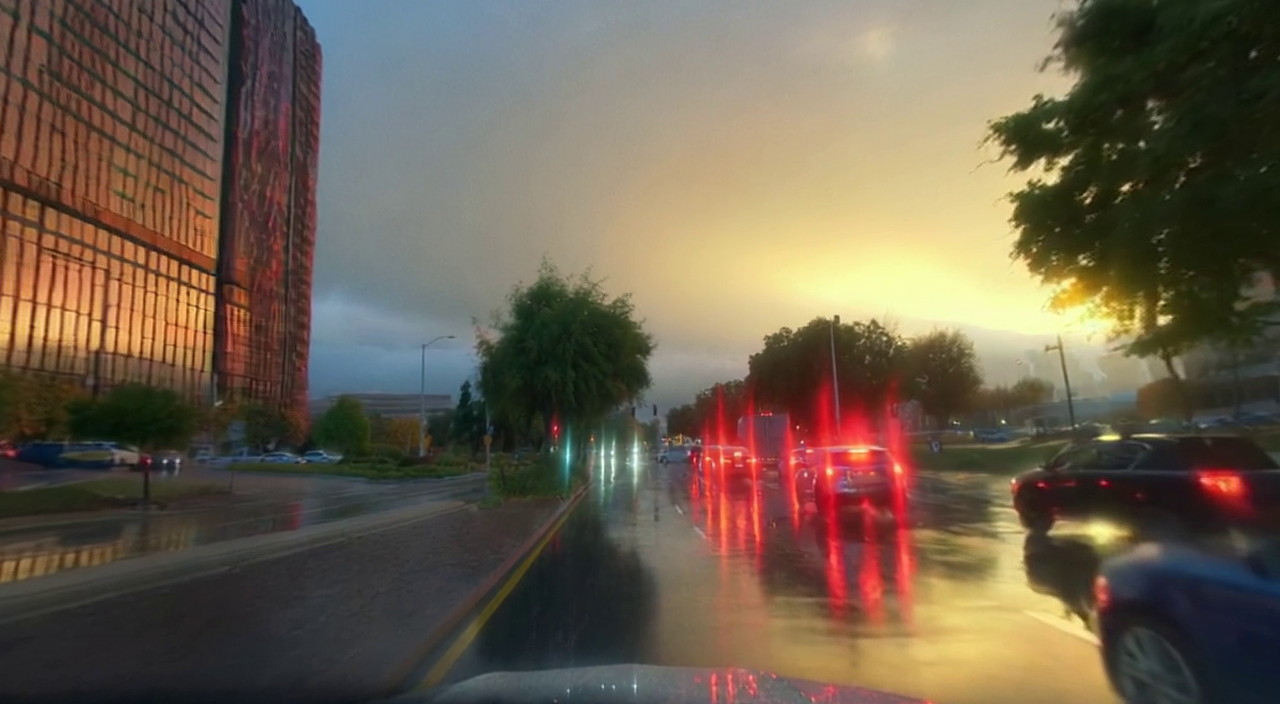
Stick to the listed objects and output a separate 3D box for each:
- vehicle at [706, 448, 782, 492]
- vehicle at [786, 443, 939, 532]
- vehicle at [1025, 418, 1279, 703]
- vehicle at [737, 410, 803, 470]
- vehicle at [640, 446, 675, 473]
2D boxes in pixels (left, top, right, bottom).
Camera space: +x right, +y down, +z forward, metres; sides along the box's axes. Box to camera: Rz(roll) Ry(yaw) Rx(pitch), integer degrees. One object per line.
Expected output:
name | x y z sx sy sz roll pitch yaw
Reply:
vehicle | 4.031 4.627 25.070 2.183 1.553 3.923 0 -9 -3
vehicle | 4.655 2.858 14.083 2.089 1.609 4.922 -1 -9 6
vehicle | 3.196 0.932 1.839 2.032 1.490 3.871 -1 -9 7
vehicle | 8.954 6.418 45.209 3.128 3.616 13.736 -1 -9 6
vehicle | 1.223 7.214 42.409 2.121 1.728 4.161 -1 -9 4
